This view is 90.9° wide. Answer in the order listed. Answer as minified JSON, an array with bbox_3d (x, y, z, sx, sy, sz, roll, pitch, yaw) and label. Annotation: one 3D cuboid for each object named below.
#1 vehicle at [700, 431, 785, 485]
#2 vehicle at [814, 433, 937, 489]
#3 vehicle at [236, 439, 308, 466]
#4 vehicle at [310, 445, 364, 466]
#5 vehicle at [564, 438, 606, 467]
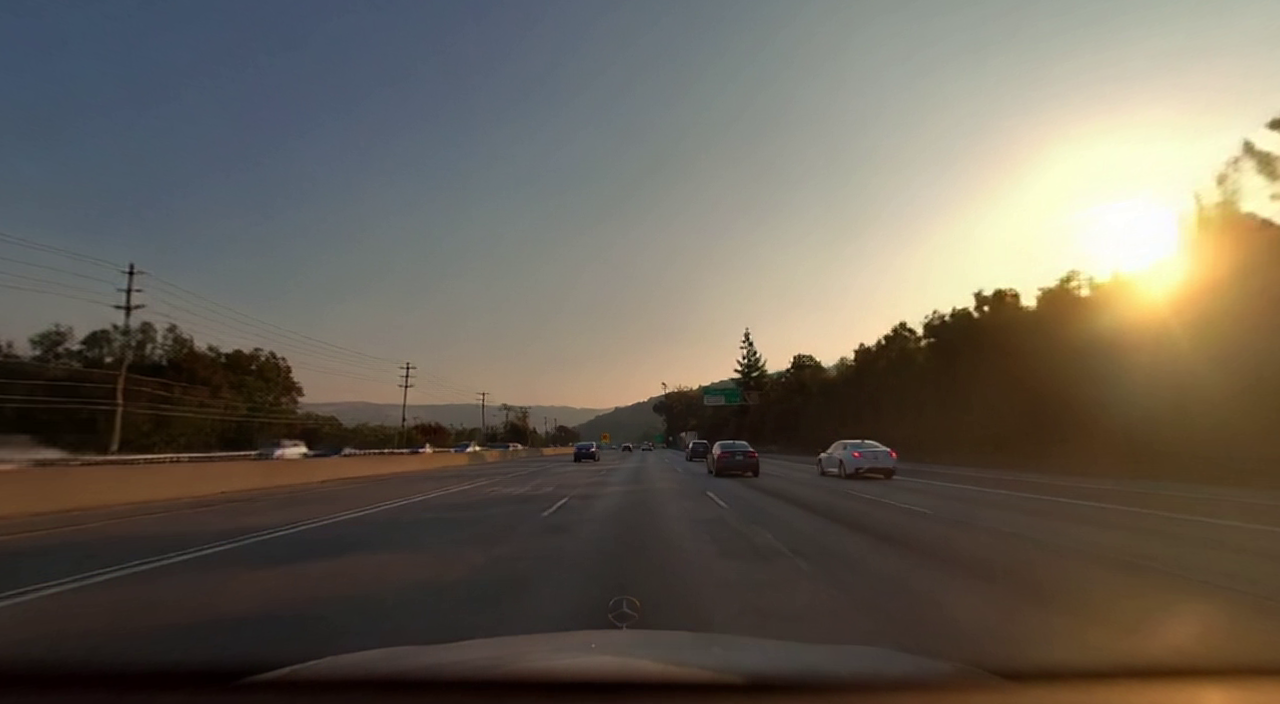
[{"bbox_3d":[3.391,3.608,21.834,2.146,1.639,4.475,0,-8,0],"label":"vehicle"},{"bbox_3d":[7.249,3.389,20.036,1.988,1.518,4.856,0,-8,-1],"label":"vehicle"},{"bbox_3d":[-25.198,6.886,43.415,1.996,1.661,4.748,-1,-8,1],"label":"vehicle"},{"bbox_3d":[-22.304,7.625,46.642,1.863,1.400,4.075,-1,-8,2],"label":"vehicle"},{"bbox_3d":[-3.332,6.215,39.229,2.106,1.682,4.395,-1,-8,2],"label":"vehicle"}]
